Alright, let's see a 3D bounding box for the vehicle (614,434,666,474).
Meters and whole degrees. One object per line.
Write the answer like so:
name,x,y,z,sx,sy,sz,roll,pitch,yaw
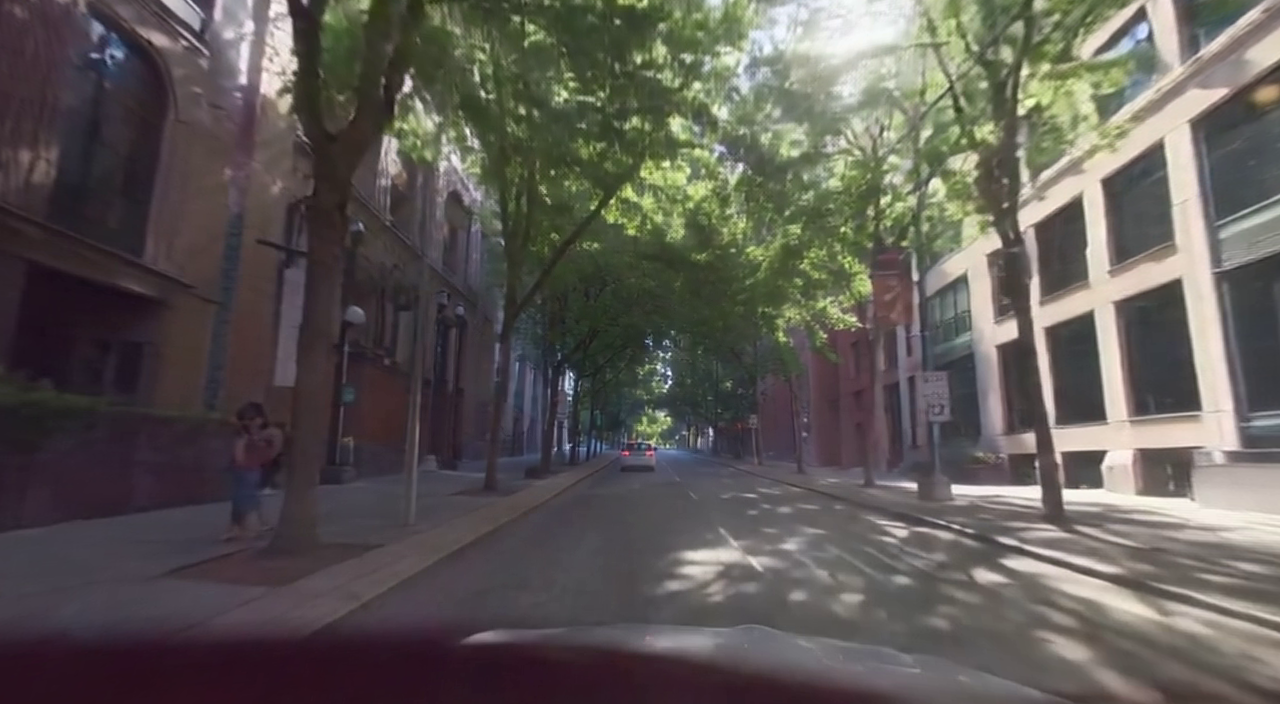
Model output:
vehicle,-0.032,4.413,27.552,2.079,1.621,3.861,0,-8,-1
